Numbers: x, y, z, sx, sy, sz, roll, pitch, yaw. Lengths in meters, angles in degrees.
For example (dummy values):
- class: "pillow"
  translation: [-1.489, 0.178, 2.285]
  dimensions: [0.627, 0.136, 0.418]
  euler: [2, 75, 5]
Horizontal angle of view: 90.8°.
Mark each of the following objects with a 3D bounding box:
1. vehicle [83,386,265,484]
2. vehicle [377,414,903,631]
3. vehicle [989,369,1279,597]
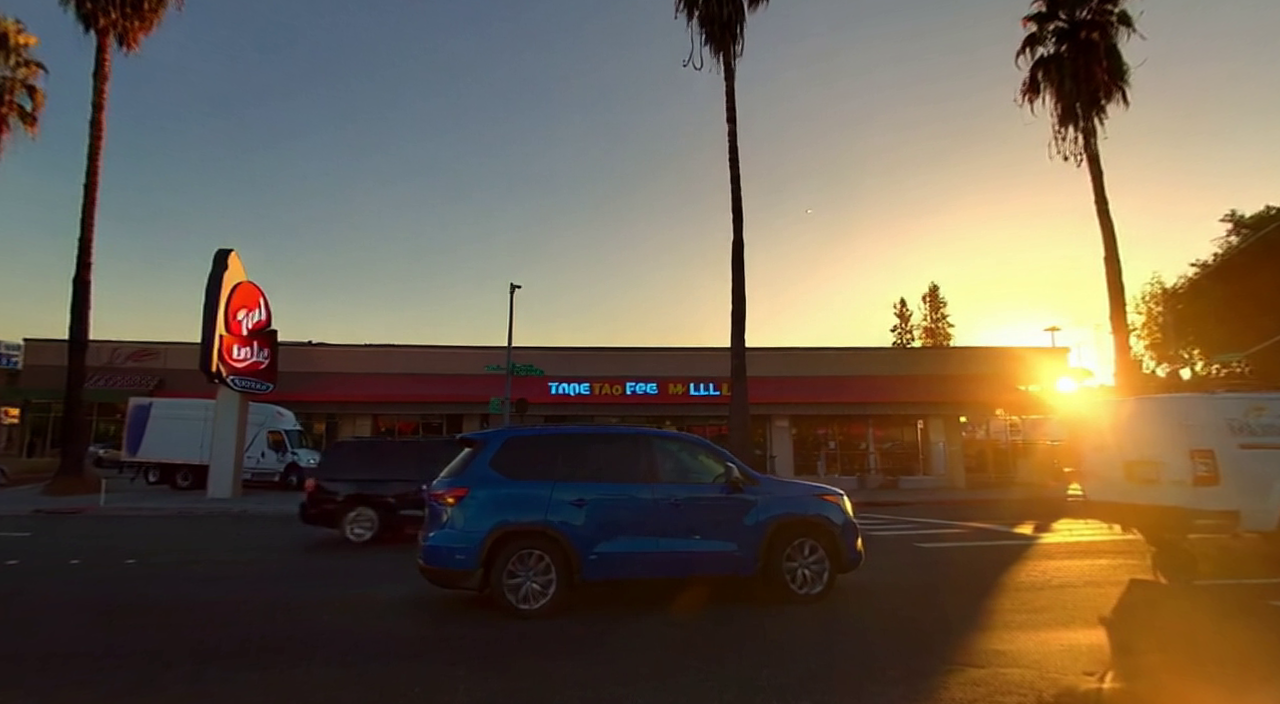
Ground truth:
- class: "vehicle"
  translation: [-21.120, 3.925, 29.459]
  dimensions: [3.034, 3.929, 7.699]
  euler: [1, -9, -5]
- class: "vehicle"
  translation: [-0.020, 1.577, 6.522]
  dimensions: [4.493, 1.728, 2.137]
  euler: [1, -9, -7]
- class: "vehicle"
  translation: [7.997, 1.478, 7.698]
  dimensions: [6.246, 2.202, 2.277]
  euler: [1, -9, -7]
